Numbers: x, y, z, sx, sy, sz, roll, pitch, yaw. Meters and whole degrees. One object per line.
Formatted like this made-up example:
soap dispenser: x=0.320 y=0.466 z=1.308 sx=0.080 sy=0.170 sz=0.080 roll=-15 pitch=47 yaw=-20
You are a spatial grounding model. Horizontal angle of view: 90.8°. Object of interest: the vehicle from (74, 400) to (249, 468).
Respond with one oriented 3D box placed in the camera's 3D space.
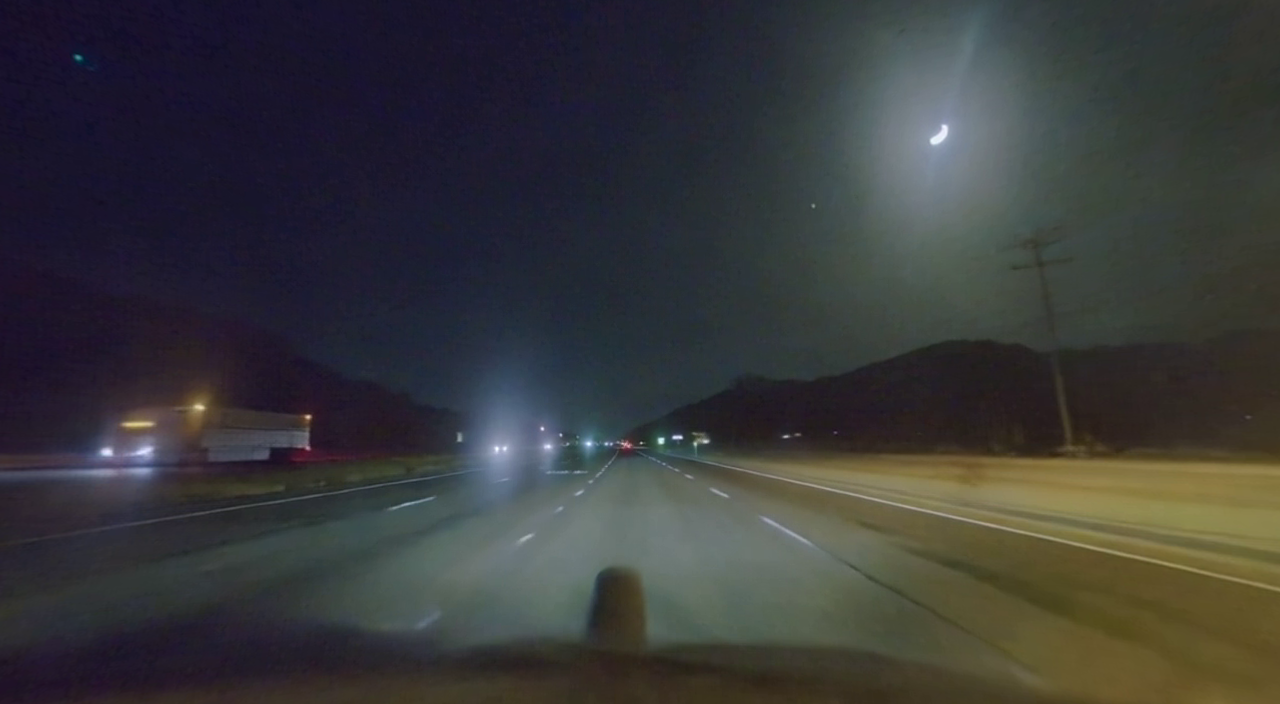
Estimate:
vehicle: x=-30.304 y=5.492 z=41.040 sx=2.928 sy=3.779 sz=11.157 roll=0 pitch=-9 yaw=-2
